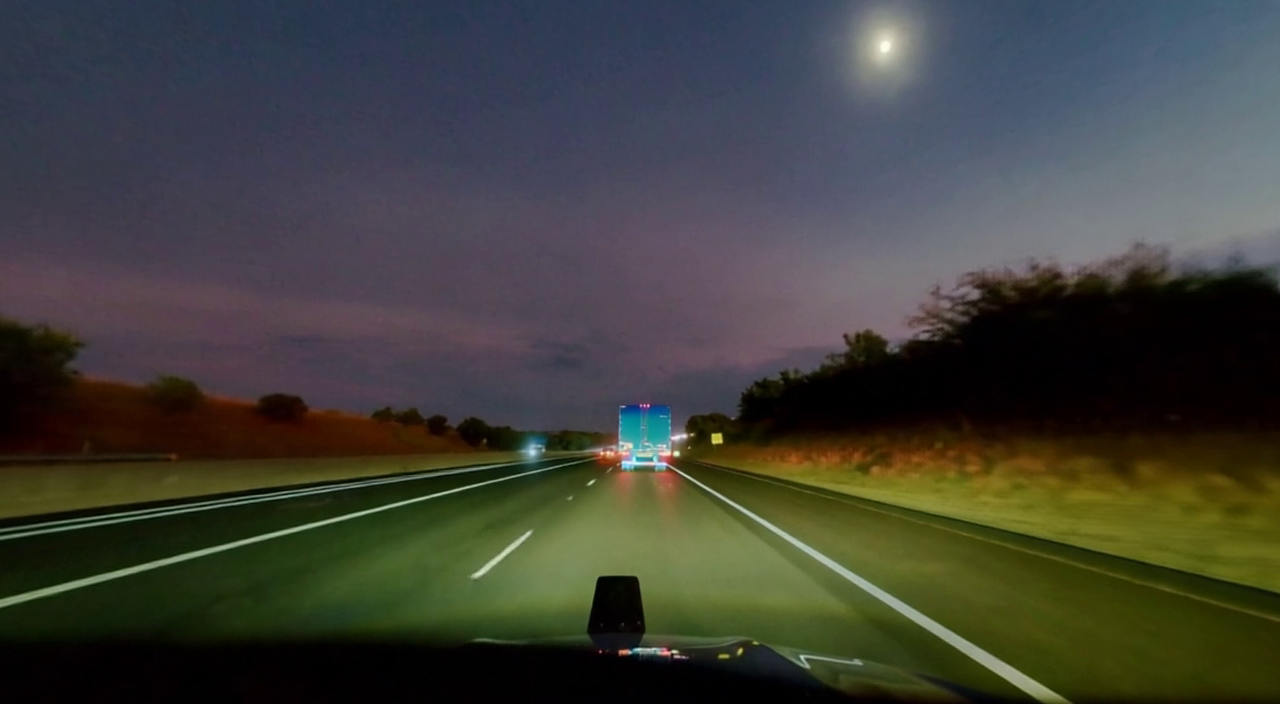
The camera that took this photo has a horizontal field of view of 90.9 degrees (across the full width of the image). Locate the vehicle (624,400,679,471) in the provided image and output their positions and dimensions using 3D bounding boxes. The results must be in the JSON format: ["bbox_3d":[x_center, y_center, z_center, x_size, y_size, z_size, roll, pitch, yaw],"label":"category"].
[{"bbox_3d":[0.510,5.607,41.424,3.055,4.009,10.972,0,-9,-2],"label":"vehicle"}]
